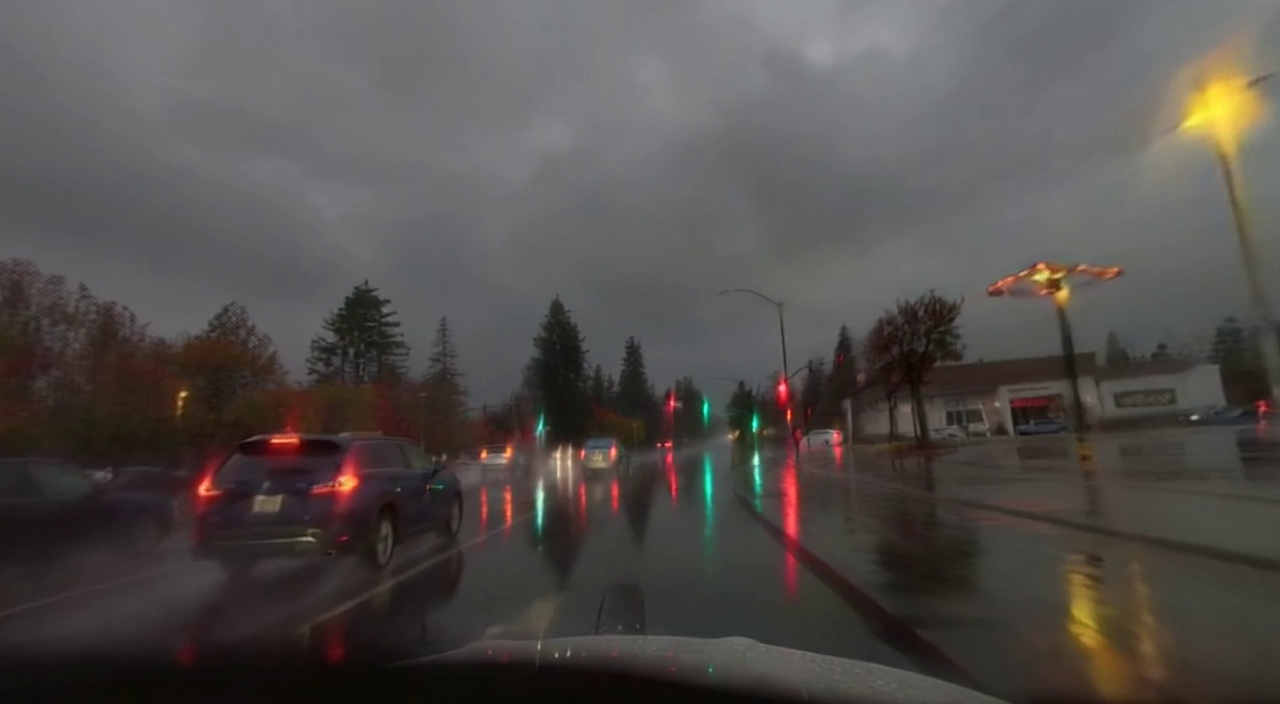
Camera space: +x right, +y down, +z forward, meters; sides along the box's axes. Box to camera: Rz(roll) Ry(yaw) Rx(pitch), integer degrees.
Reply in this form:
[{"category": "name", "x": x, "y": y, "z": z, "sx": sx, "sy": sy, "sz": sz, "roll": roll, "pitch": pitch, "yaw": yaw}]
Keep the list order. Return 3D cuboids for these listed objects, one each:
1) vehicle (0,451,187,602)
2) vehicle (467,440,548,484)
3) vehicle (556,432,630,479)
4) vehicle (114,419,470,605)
[{"category": "vehicle", "x": -7.705, "y": 1.958, "z": 7.258, "sx": 1.974, "sy": 1.558, "sz": 3.949, "roll": -2, "pitch": -9, "yaw": 2}, {"category": "vehicle", "x": -5.827, "y": 4.914, "z": 28.459, "sx": 2.160, "sy": 1.779, "sz": 4.549, "roll": -2, "pitch": -9, "yaw": 8}, {"category": "vehicle", "x": -1.921, "y": 4.470, "z": 27.427, "sx": 2.167, "sy": 1.832, "sz": 4.679, "roll": -2, "pitch": -9, "yaw": 9}, {"category": "vehicle", "x": -3.822, "y": 1.787, "z": 8.006, "sx": 2.002, "sy": 1.664, "sz": 4.113, "roll": -2, "pitch": -8, "yaw": 3}]
